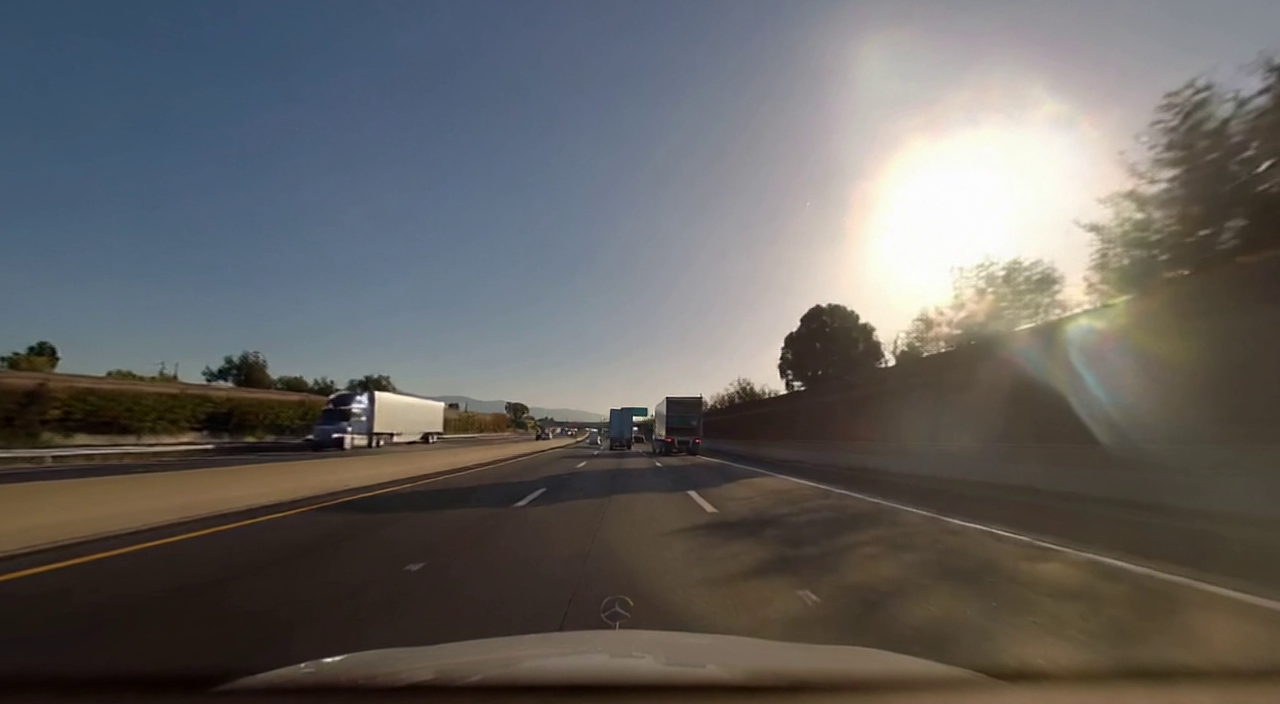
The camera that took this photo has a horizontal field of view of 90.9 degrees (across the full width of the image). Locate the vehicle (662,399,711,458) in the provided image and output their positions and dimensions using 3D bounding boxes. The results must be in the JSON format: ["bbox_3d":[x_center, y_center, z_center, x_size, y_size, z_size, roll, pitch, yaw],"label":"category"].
[{"bbox_3d":[3.300,5.786,47.224,2.873,3.998,8.286,0,-8,-1],"label":"vehicle"}]
